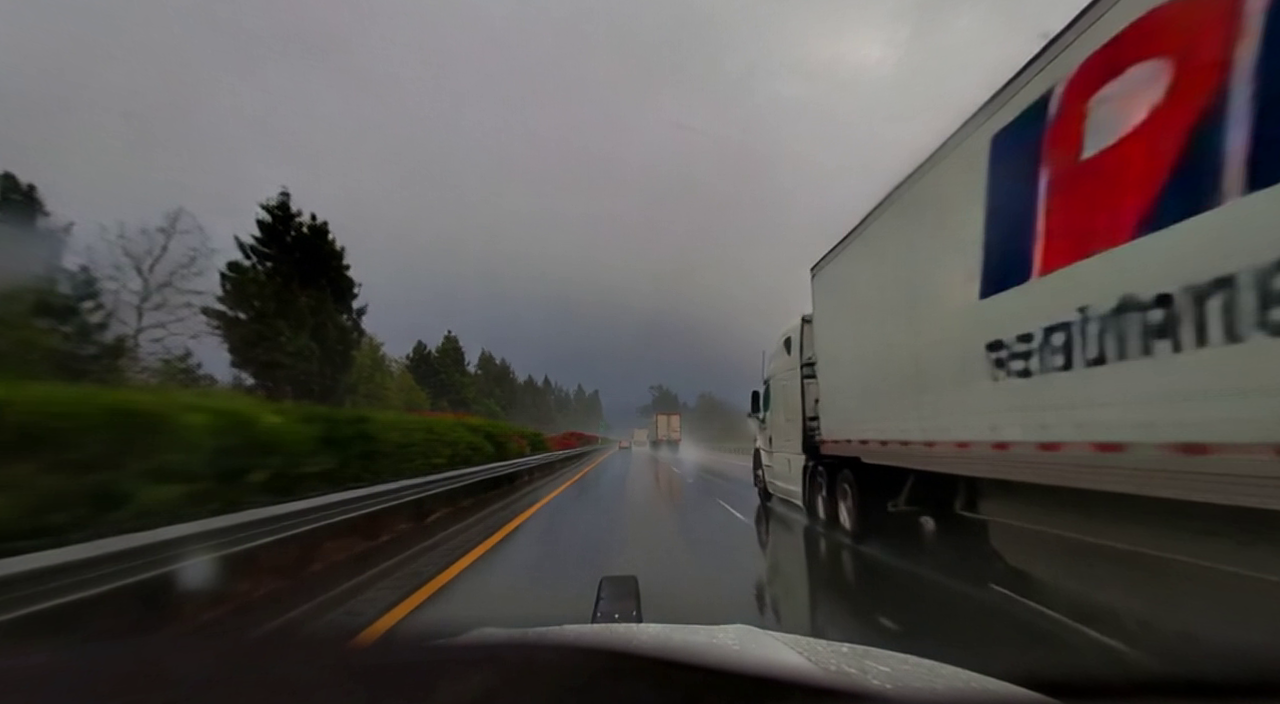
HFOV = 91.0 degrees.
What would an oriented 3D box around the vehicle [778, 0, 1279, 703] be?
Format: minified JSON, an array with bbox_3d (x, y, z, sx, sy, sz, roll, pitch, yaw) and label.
[{"bbox_3d":[4.246,-0.057,4.926,2.871,4.072,14.183,0,-8,-1],"label":"vehicle"}]
